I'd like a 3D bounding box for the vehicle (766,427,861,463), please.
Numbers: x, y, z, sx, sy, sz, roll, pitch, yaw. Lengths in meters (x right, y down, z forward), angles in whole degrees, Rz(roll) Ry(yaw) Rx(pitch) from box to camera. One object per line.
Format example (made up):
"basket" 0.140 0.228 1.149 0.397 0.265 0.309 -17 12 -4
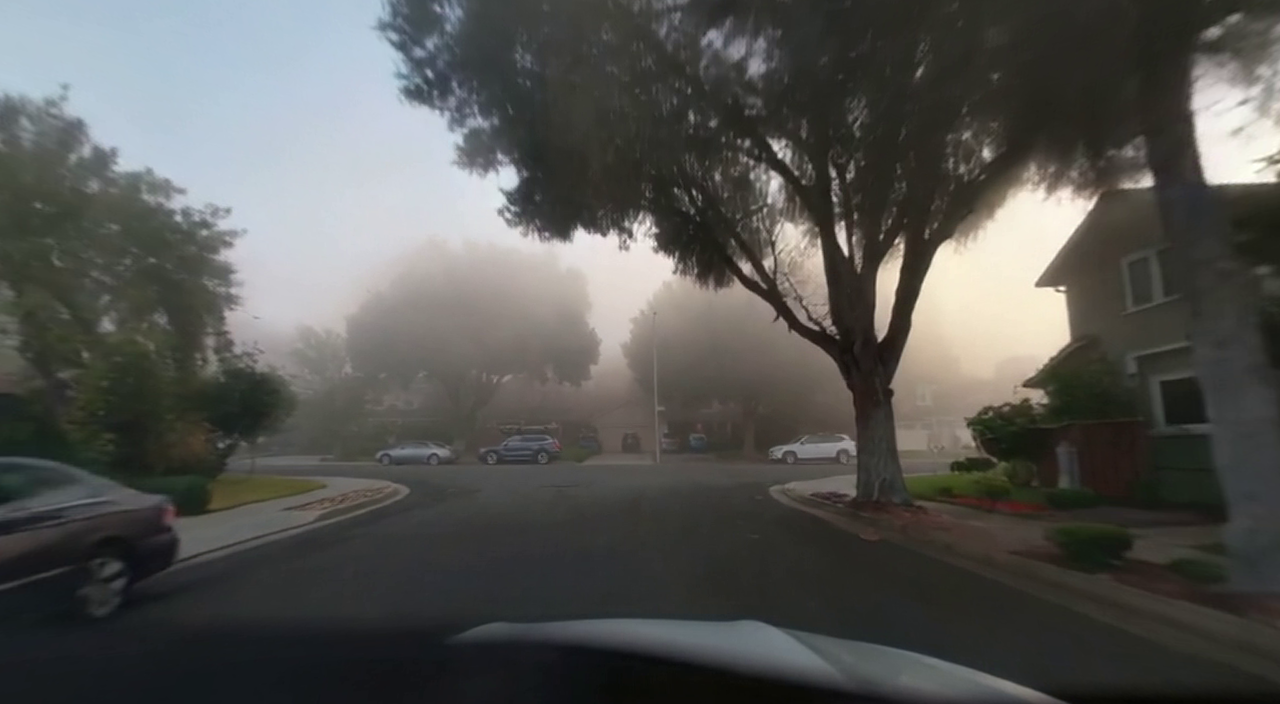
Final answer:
"vehicle" 10.029 5.431 36.846 4.919 1.969 2.104 0 -9 1

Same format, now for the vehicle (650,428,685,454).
"vehicle" 2.100 7.012 49.894 2.278 1.969 5.533 0 -8 -2

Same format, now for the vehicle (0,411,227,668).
"vehicle" -5.124 1.228 4.133 1.887 1.660 4.312 0 -8 0

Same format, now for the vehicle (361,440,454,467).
"vehicle" -13.316 5.848 36.417 4.650 1.480 1.782 0 -9 -1

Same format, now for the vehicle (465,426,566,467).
"vehicle" -7.151 5.461 36.709 5.419 2.292 2.272 0 -7 -2
